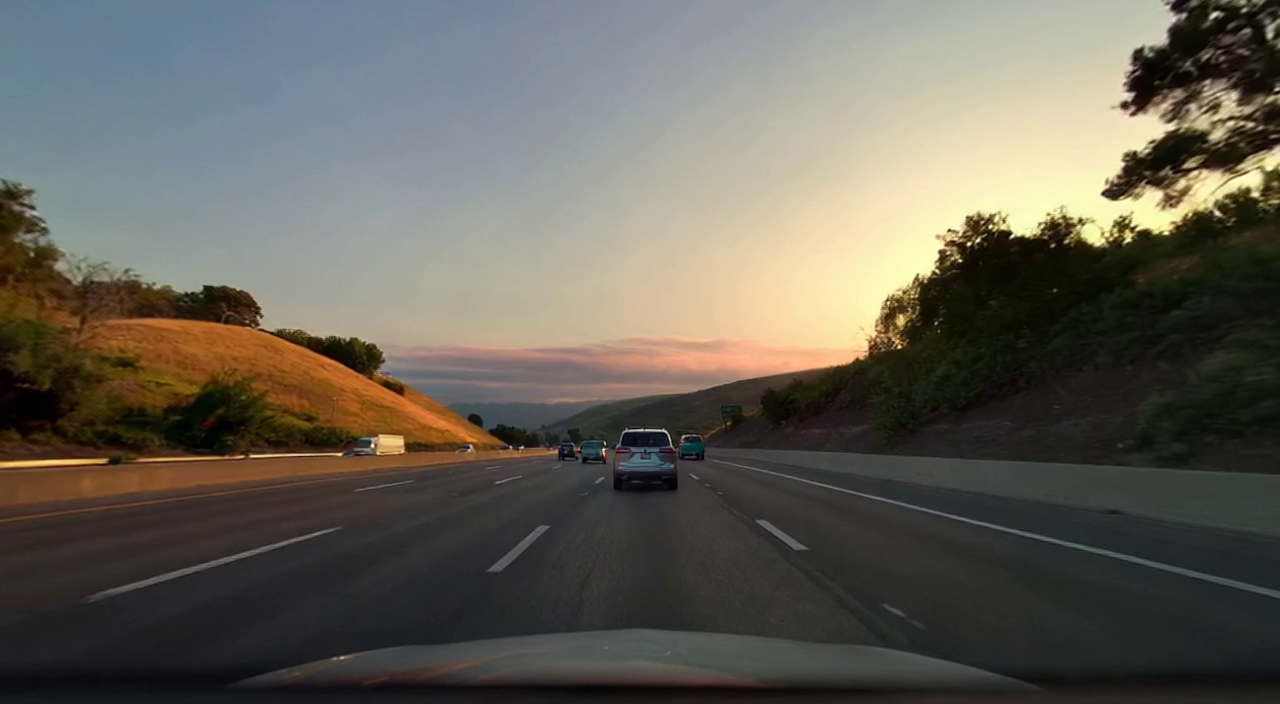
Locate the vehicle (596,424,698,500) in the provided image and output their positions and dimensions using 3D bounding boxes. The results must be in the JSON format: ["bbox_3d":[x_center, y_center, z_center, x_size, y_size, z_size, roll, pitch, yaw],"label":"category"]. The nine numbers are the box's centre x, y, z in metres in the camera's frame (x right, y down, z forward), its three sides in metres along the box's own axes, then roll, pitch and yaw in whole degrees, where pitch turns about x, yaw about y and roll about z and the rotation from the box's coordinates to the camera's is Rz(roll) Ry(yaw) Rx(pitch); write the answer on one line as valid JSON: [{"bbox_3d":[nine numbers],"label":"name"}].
[{"bbox_3d":[0.166,2.969,17.356,2.447,1.804,4.273,0,-9,0],"label":"vehicle"}]
